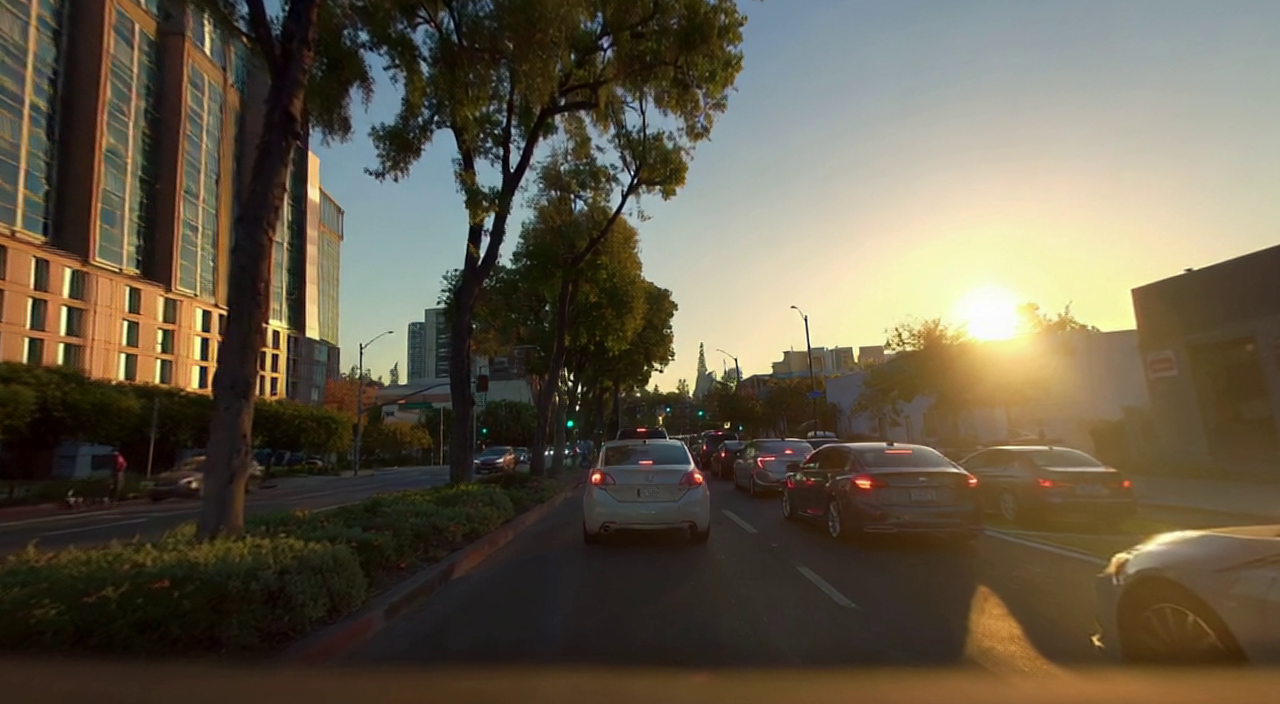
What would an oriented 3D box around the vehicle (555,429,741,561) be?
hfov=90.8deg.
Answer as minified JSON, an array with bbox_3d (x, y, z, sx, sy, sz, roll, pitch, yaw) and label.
[{"bbox_3d":[0.057,1.926,9.281,2.105,1.474,4.127,0,-8,-1],"label":"vehicle"}]

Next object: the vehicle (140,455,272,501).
[{"bbox_3d":[-16.190,4.693,23.922,1.848,1.447,4.501,0,-8,-1],"label":"vehicle"}]

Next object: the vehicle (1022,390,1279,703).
[{"bbox_3d":[3.219,0.749,1.296,1.982,1.491,4.664,0,-8,1],"label":"vehicle"}]

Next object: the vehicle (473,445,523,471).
[{"bbox_3d":[-9.079,6.812,40.843,2.000,1.519,4.964,0,-8,1],"label":"vehicle"}]

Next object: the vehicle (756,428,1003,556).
[{"bbox_3d":[3.256,1.992,9.792,1.995,1.483,4.533,0,-8,-1],"label":"vehicle"}]
